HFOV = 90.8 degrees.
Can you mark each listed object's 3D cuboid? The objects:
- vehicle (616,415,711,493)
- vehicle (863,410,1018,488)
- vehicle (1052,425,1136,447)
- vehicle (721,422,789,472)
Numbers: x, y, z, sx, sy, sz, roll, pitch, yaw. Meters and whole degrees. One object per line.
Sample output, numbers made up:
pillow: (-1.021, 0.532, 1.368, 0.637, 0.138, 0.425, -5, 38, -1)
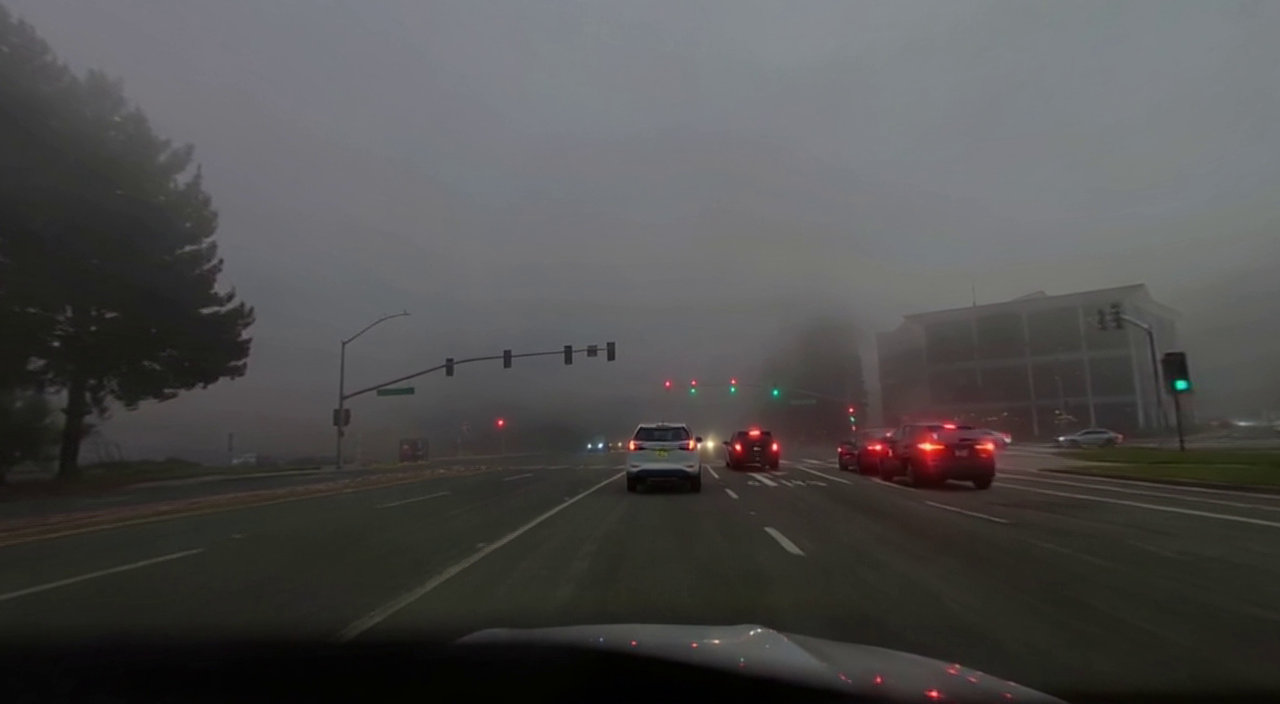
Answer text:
vehicle: (0.655, 2.709, 16.991, 2.211, 1.795, 4.179, -1, -9, 3)
vehicle: (7.756, 2.577, 16.891, 2.074, 1.791, 4.393, -1, -9, 2)
vehicle: (32.287, 6.003, 45.104, 4.596, 1.468, 1.785, -6, -10, 31)
vehicle: (4.523, 3.831, 25.509, 2.188, 1.774, 4.646, -1, -9, 4)
